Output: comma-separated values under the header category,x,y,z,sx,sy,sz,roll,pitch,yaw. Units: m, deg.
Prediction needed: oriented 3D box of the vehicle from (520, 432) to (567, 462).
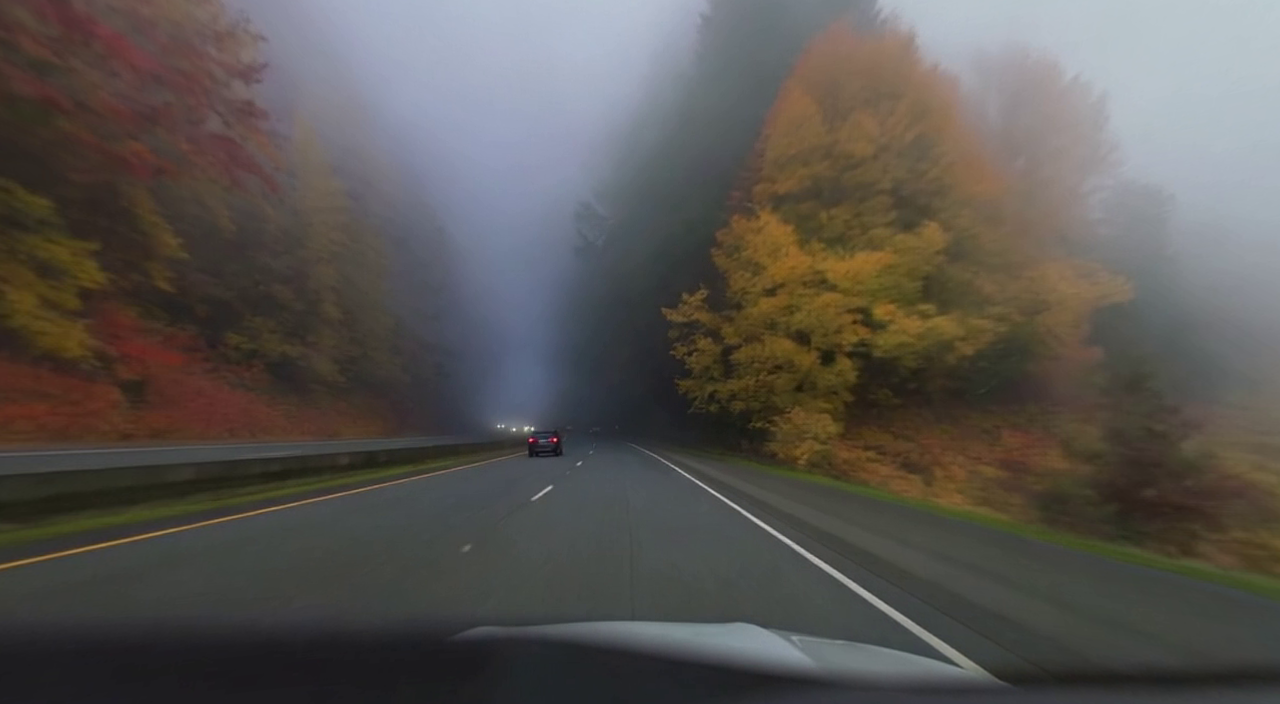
category,x,y,z,sx,sy,sz,roll,pitch,yaw
vehicle,-5.318,5.282,35.223,2.073,1.559,4.393,0,-8,-2
